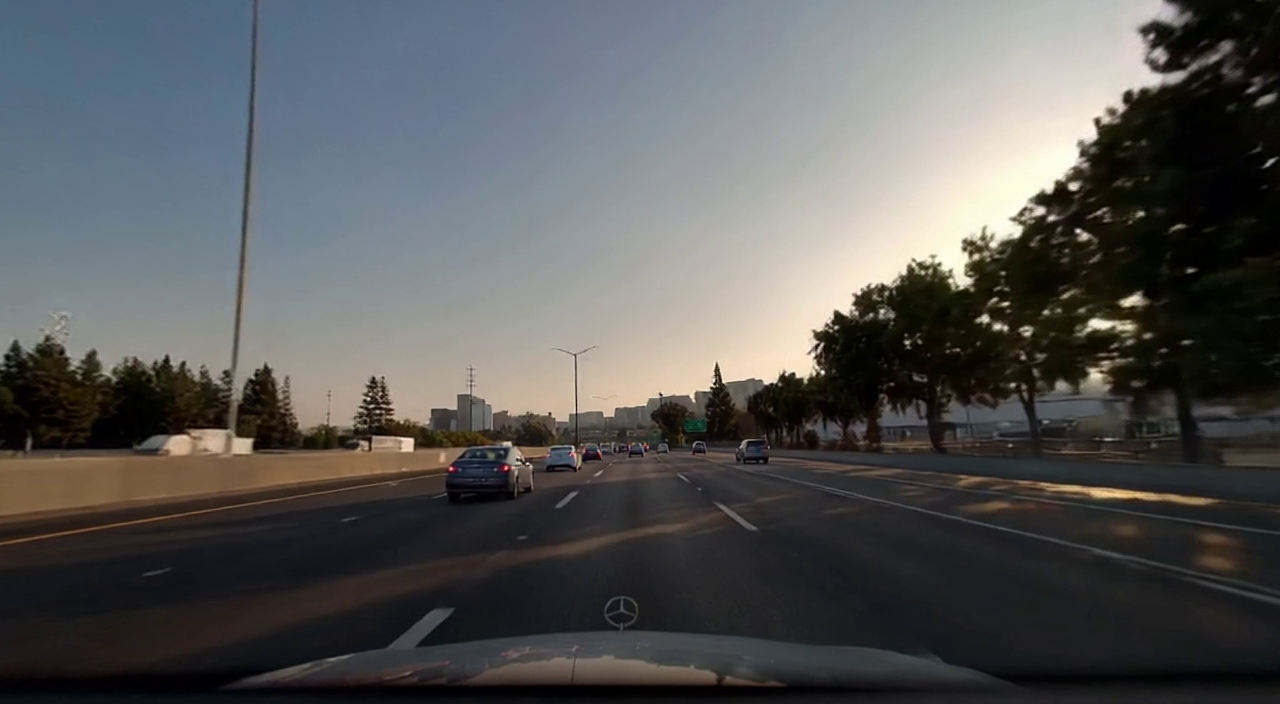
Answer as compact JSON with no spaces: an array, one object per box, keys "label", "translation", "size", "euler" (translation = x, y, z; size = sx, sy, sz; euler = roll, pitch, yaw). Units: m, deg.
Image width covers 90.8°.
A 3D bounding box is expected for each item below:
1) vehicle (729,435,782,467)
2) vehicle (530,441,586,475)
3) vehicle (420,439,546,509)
[{"label":"vehicle","translation":[6.867,5.948,37.974],"size":[2.147,1.769,4.666],"euler":[0,-9,-2]},{"label":"vehicle","translation":[-3.910,5.138,30.819],"size":[2.047,1.469,4.614],"euler":[0,-9,1]},{"label":"vehicle","translation":[-3.598,2.882,15.362],"size":[1.959,1.433,4.291],"euler":[0,-9,0]}]
